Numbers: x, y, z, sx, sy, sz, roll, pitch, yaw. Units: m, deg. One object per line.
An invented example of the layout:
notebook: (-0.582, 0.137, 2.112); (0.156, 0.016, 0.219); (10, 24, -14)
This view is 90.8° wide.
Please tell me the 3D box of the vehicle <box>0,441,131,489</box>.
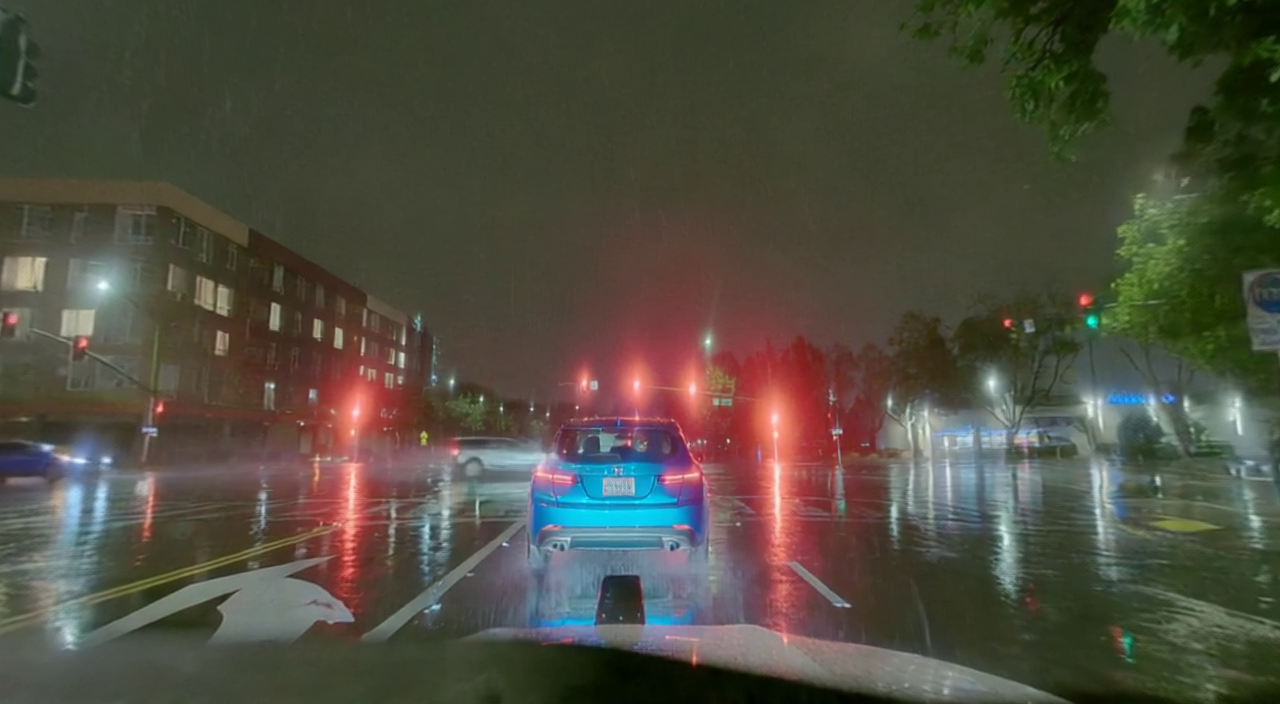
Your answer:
vehicle: (-21.615, 4.025, 22.661); (4.891, 1.591, 2.067); (0, -8, 0)

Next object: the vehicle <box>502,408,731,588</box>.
vehicle: (-0.243, 1.611, 7.760); (2.066, 1.618, 3.922); (0, -8, -1)
